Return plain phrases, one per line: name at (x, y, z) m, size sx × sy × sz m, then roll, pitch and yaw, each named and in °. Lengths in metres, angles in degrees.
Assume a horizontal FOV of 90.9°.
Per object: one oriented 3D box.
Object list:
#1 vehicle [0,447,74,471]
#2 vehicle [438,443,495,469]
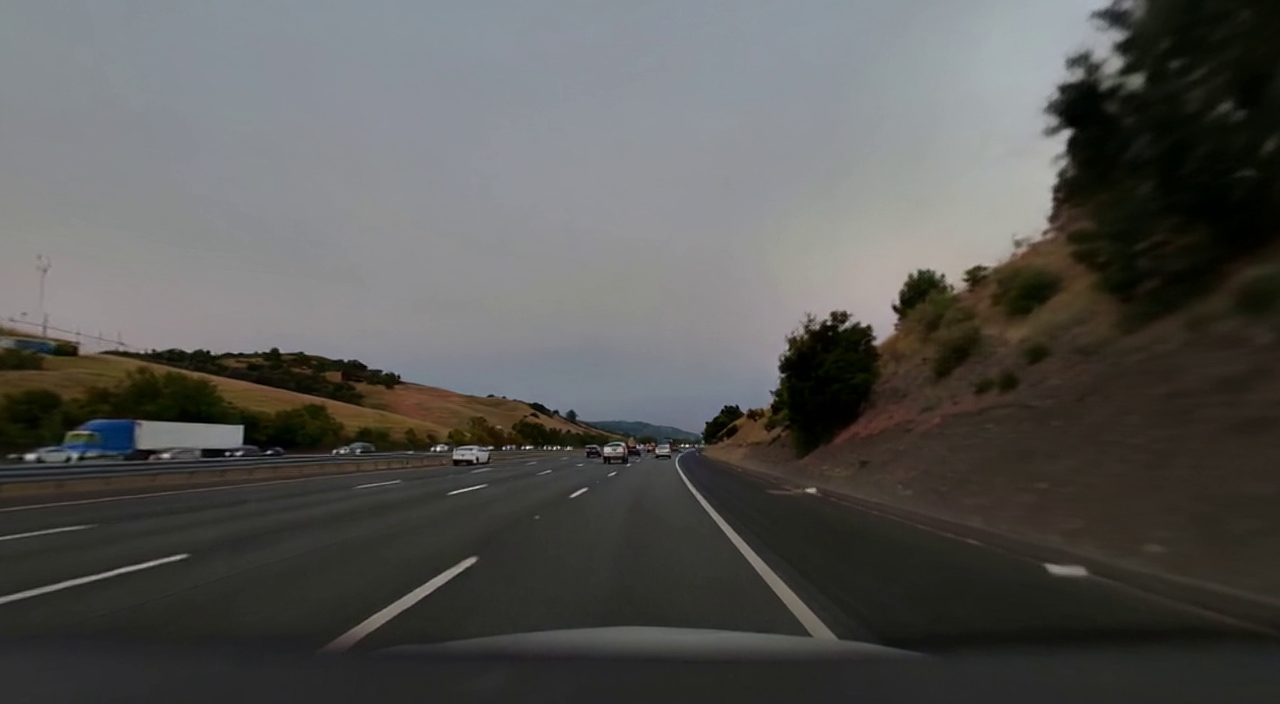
vehicle at (-42.032, 7.286, 43.242) m, size 1.722 × 1.465 × 4.952 m, roll 0°, pitch -8°, yaw 3°
vehicle at (-10.131, 6.103, 37.188) m, size 1.927 × 1.454 × 4.395 m, roll 0°, pitch -8°, yaw 3°
